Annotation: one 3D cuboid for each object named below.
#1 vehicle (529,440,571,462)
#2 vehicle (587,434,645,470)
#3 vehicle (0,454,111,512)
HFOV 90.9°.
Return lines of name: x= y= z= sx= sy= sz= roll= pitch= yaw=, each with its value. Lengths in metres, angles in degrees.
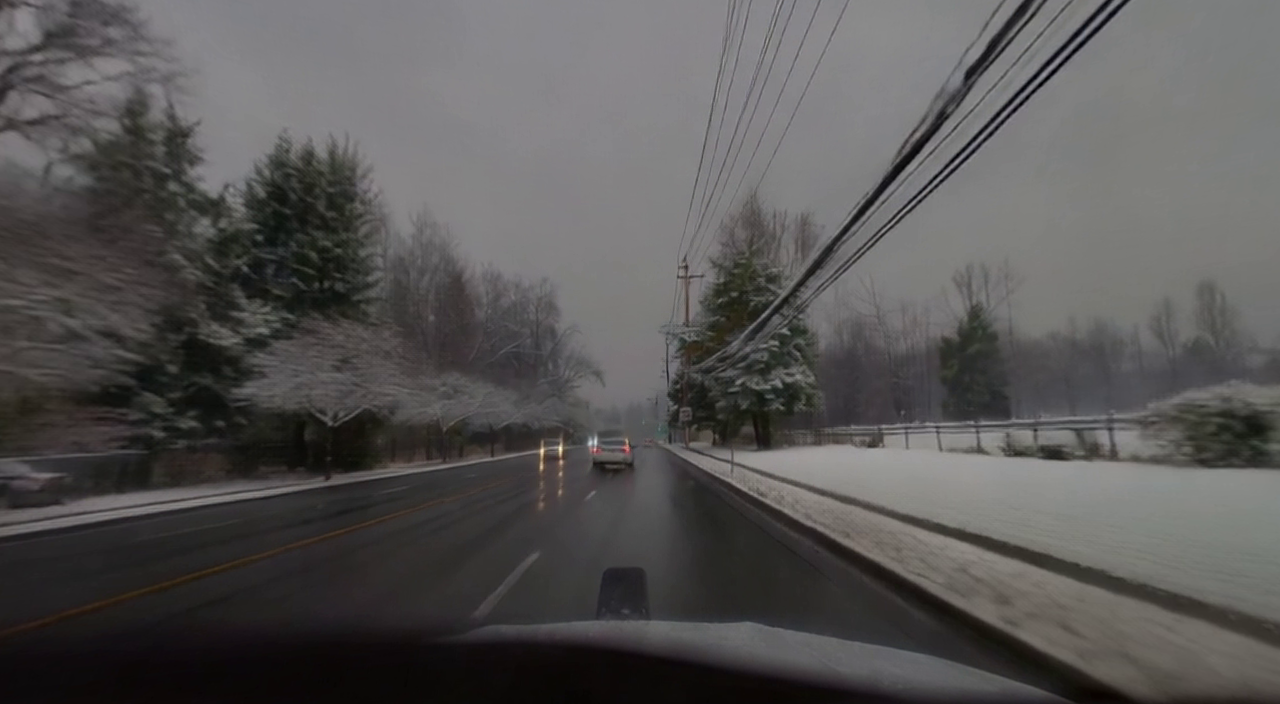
vehicle: x=-6.220 y=6.865 z=43.995 sx=2.142 sy=1.436 sz=4.612 roll=-1 pitch=-8 yaw=2
vehicle: x=-0.982 y=4.463 z=28.279 sx=2.153 sy=1.461 sz=4.374 roll=-1 pitch=-8 yaw=3
vehicle: x=-18.214 y=3.627 z=17.659 sx=4.916 sy=1.474 sz=2.008 roll=0 pitch=-8 yaw=0
